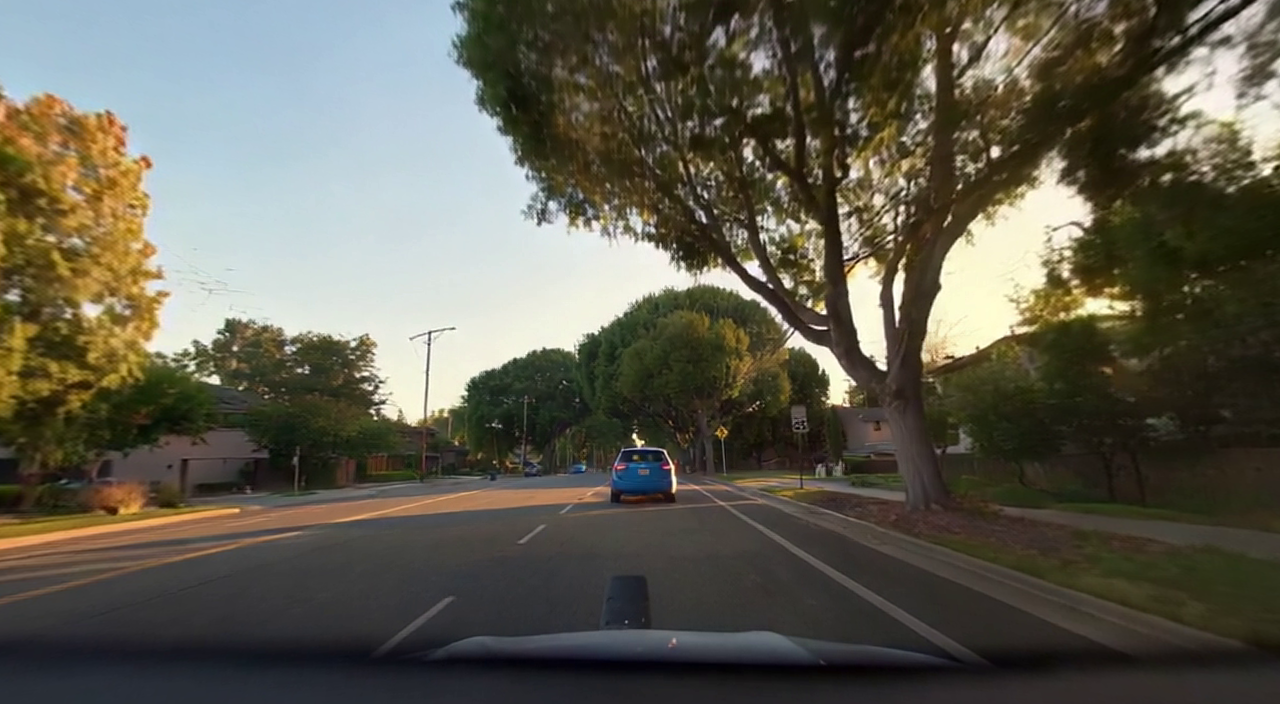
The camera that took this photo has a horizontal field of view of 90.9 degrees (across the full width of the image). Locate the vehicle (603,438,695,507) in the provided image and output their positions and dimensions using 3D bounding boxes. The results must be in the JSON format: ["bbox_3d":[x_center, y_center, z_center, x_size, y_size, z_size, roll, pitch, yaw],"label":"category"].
[{"bbox_3d":[0.228,3.231,17.333,2.200,1.653,4.127,0,-9,0],"label":"vehicle"}]
